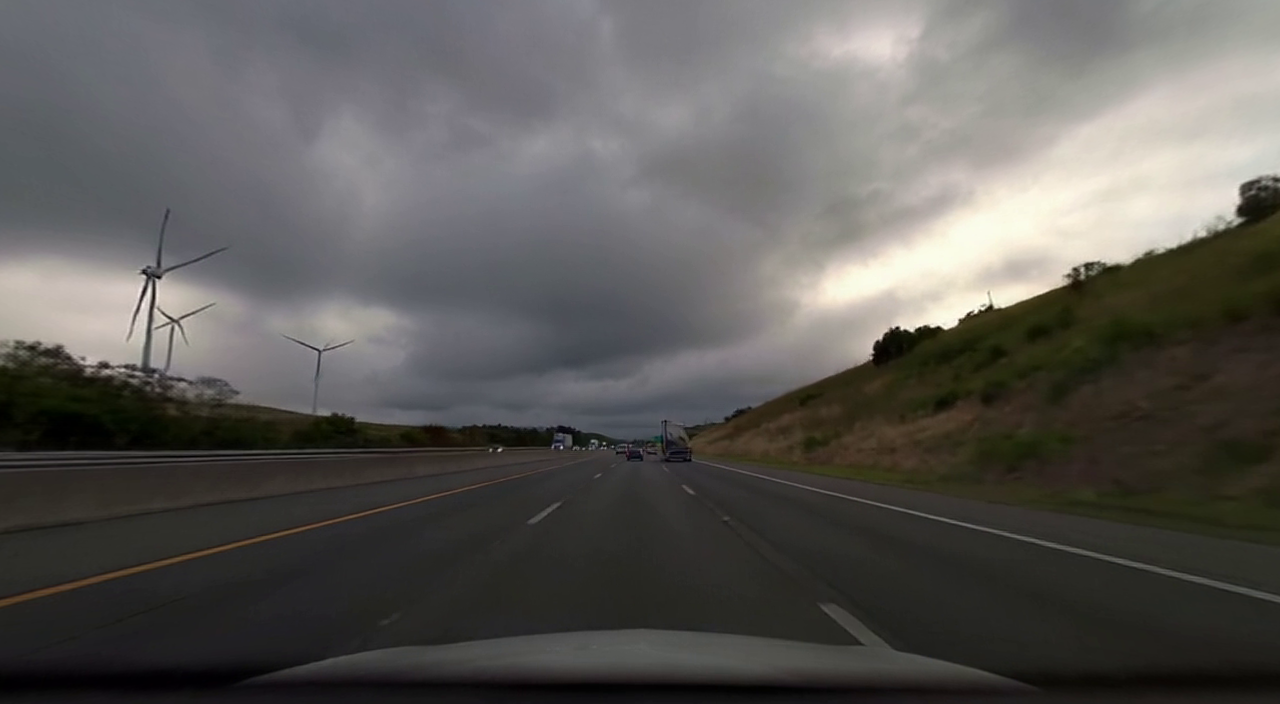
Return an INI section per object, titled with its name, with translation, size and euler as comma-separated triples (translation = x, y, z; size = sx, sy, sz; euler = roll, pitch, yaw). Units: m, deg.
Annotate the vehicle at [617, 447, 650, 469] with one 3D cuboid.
[vehicle]
translation = -0.453, 7.465, 44.589
size = 2.209, 1.453, 3.695
euler = 0, -9, 0
